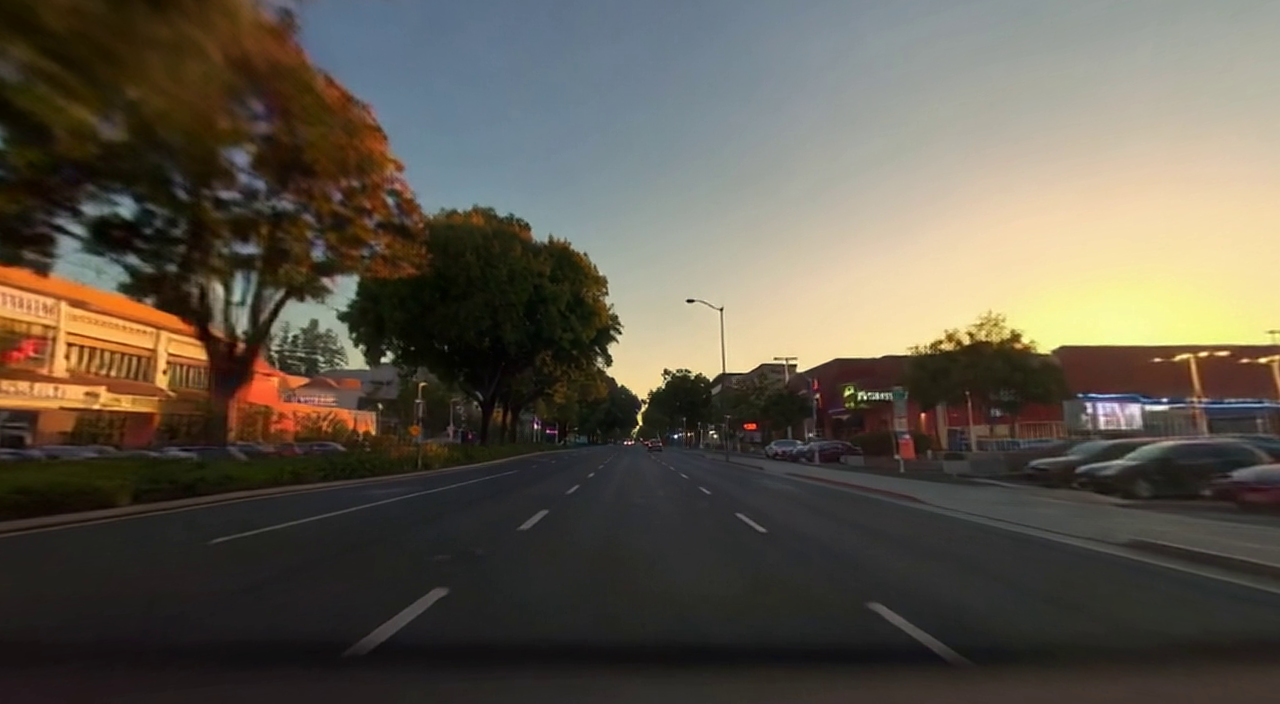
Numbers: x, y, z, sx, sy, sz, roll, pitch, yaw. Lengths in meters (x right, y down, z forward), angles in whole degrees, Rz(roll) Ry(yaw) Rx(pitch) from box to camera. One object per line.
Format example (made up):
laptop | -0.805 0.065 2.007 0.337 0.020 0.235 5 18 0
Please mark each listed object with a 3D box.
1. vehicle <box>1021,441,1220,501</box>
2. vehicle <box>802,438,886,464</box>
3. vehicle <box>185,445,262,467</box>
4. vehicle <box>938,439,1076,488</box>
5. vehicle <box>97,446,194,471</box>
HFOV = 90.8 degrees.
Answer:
vehicle | 13.002 3.197 17.526 1.865 1.434 4.373 1 -8 -4
vehicle | 14.161 6.867 44.028 5.134 1.732 2.047 0 -8 0
vehicle | -30.679 7.661 46.624 4.323 1.467 1.895 -1 -8 -1
vehicle | 12.762 3.893 22.433 1.928 1.465 4.874 -2 -9 -1
vehicle | -30.342 6.516 38.839 4.311 1.457 1.808 0 -8 -2
